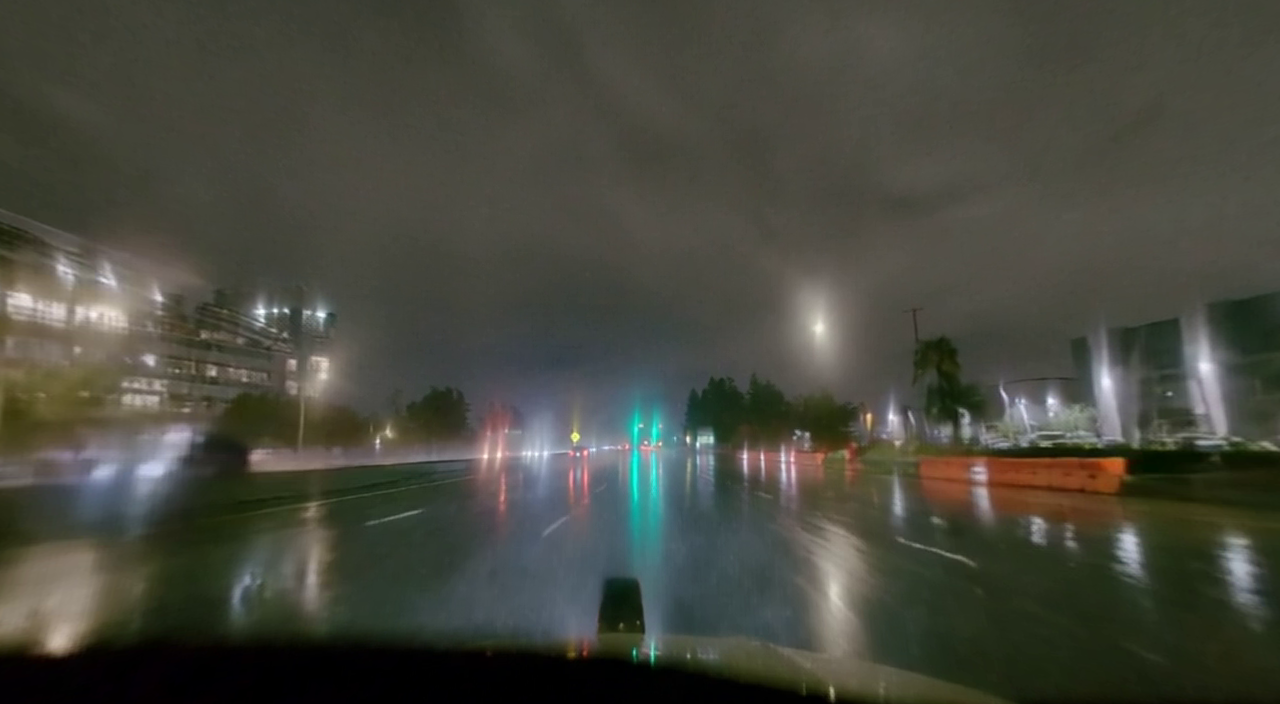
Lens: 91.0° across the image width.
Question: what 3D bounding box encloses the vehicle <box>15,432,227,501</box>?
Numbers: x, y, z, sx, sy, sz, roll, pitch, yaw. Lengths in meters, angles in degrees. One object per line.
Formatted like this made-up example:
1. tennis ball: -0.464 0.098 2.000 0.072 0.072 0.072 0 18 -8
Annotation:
1. vehicle: -16.203 3.603 20.216 2.285 1.911 5.206 0 -9 1
